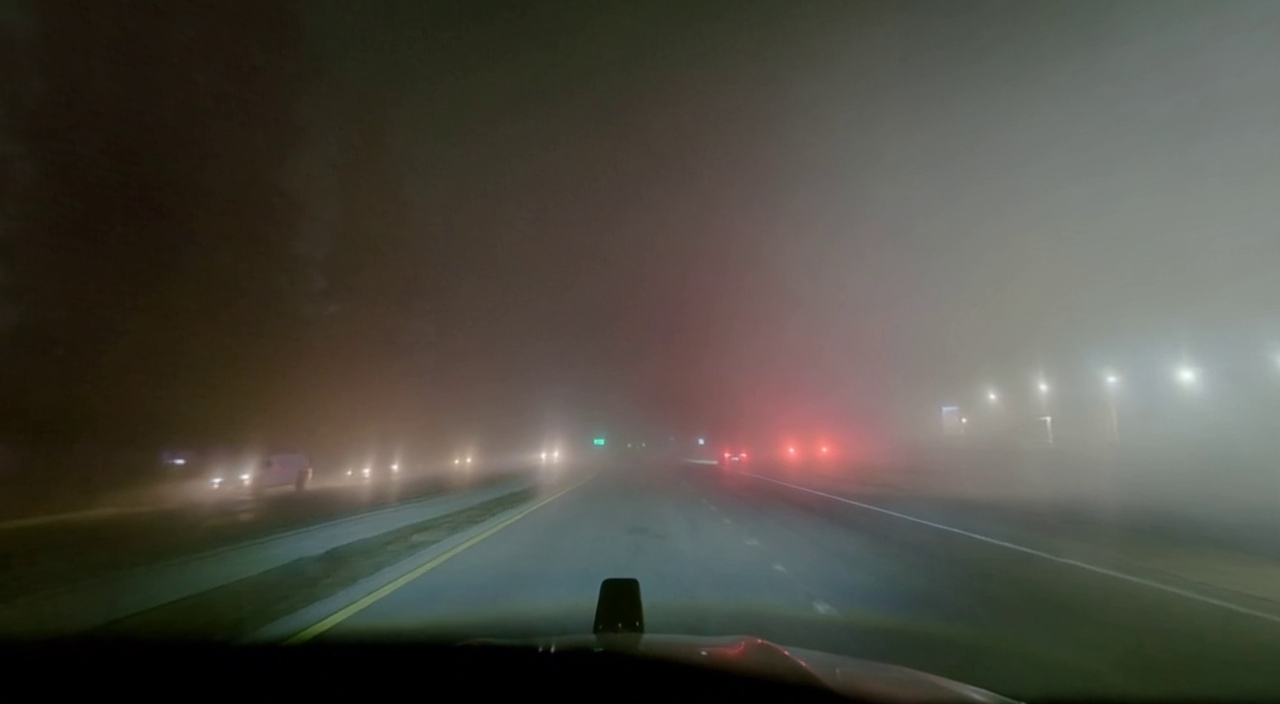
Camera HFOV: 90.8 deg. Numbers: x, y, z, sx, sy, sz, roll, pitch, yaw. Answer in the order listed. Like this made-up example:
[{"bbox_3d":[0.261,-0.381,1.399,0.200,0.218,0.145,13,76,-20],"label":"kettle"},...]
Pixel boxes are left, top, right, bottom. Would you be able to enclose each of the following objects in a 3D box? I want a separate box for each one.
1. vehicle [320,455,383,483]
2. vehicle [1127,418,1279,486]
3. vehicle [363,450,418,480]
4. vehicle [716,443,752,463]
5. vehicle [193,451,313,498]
[{"bbox_3d":[-17.892,7.240,39.410,1.851,1.563,4.336,0,-8,-1],"label":"vehicle"},{"bbox_3d":[14.628,2.422,15.381,3.979,1.523,1.792,0,-8,-1],"label":"vehicle"},{"bbox_3d":[-17.799,8.022,45.336,1.926,1.684,5.378,-3,-7,-1],"label":"vehicle"},{"bbox_3d":[7.282,7.909,49.482,1.961,1.465,4.468,0,-8,-2],"label":"vehicle"},{"bbox_3d":[-17.726,5.604,29.393,1.999,1.875,5.842,0,-8,-2],"label":"vehicle"}]
